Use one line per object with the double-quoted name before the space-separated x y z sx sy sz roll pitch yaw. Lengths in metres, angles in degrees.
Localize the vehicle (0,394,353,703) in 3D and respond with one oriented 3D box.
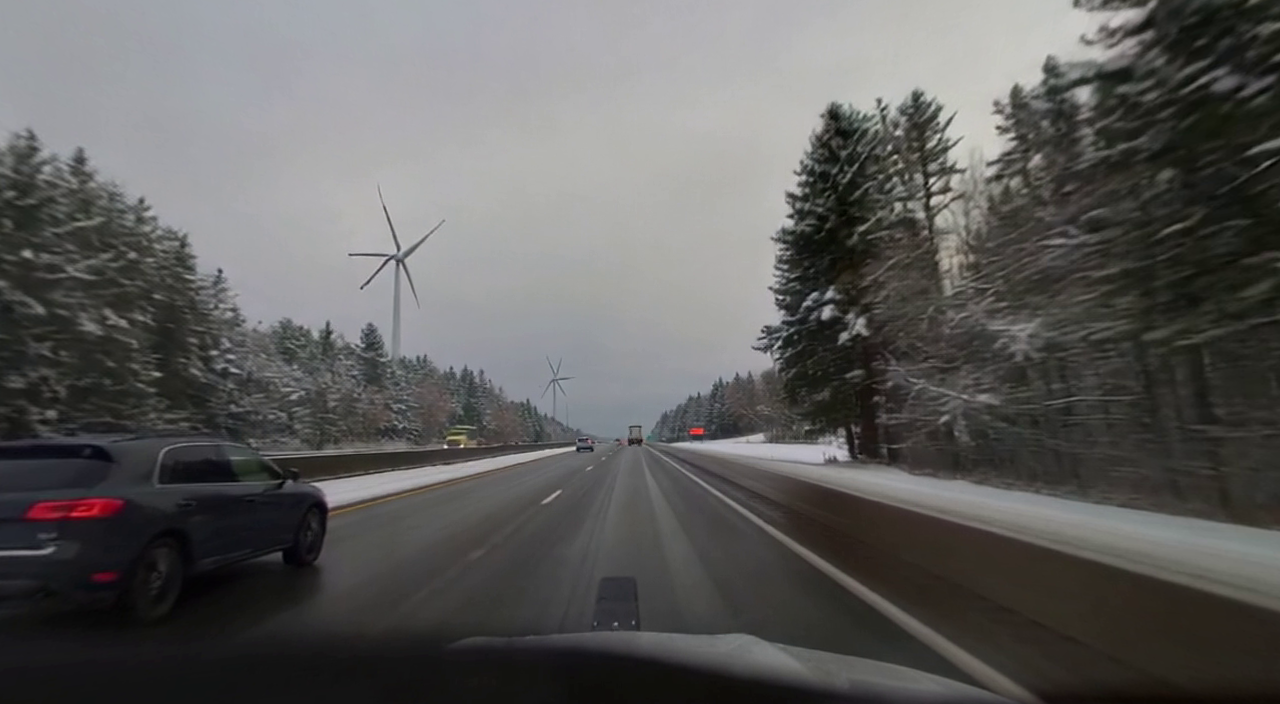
"vehicle" -3.978 1.172 4.537 1.950 1.511 3.965 0 -8 0
